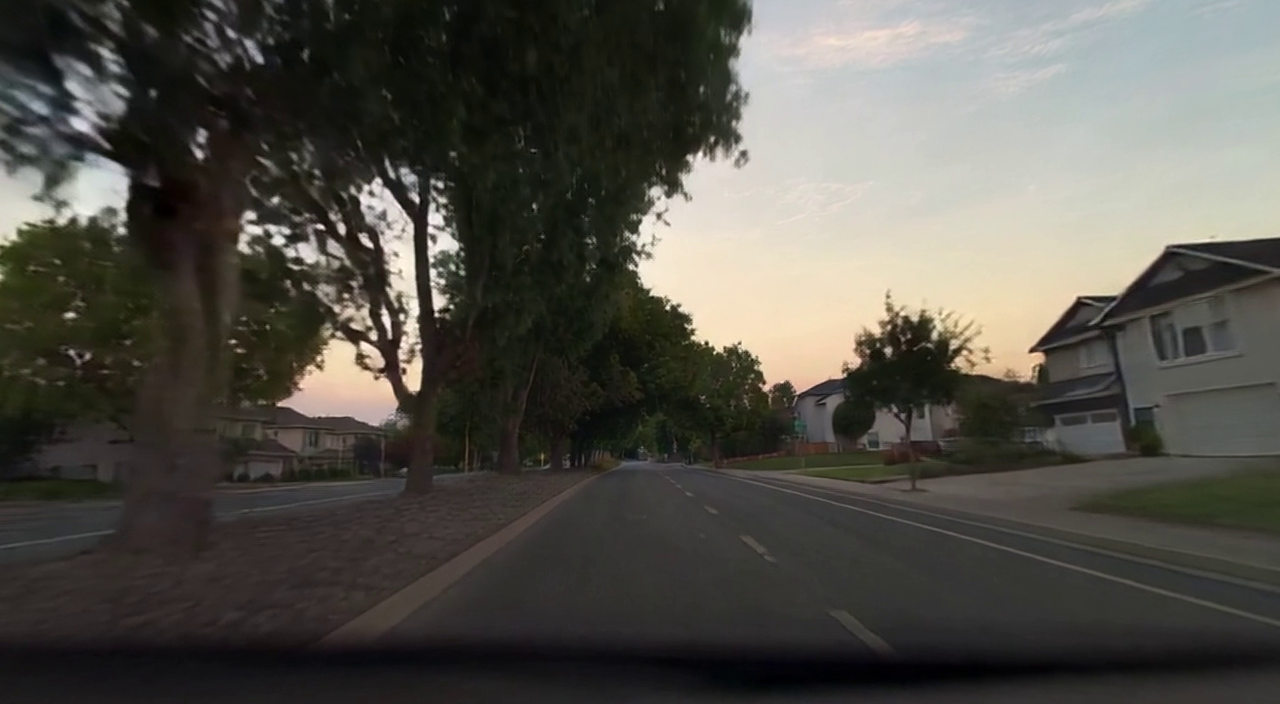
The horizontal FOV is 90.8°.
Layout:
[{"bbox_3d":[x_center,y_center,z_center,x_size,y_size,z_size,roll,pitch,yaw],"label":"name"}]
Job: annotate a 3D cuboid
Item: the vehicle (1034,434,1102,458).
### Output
[{"bbox_3d":[32.402,7.168,47.954,2.031,1.648,4.246,0,-11,-2],"label":"vehicle"}]
